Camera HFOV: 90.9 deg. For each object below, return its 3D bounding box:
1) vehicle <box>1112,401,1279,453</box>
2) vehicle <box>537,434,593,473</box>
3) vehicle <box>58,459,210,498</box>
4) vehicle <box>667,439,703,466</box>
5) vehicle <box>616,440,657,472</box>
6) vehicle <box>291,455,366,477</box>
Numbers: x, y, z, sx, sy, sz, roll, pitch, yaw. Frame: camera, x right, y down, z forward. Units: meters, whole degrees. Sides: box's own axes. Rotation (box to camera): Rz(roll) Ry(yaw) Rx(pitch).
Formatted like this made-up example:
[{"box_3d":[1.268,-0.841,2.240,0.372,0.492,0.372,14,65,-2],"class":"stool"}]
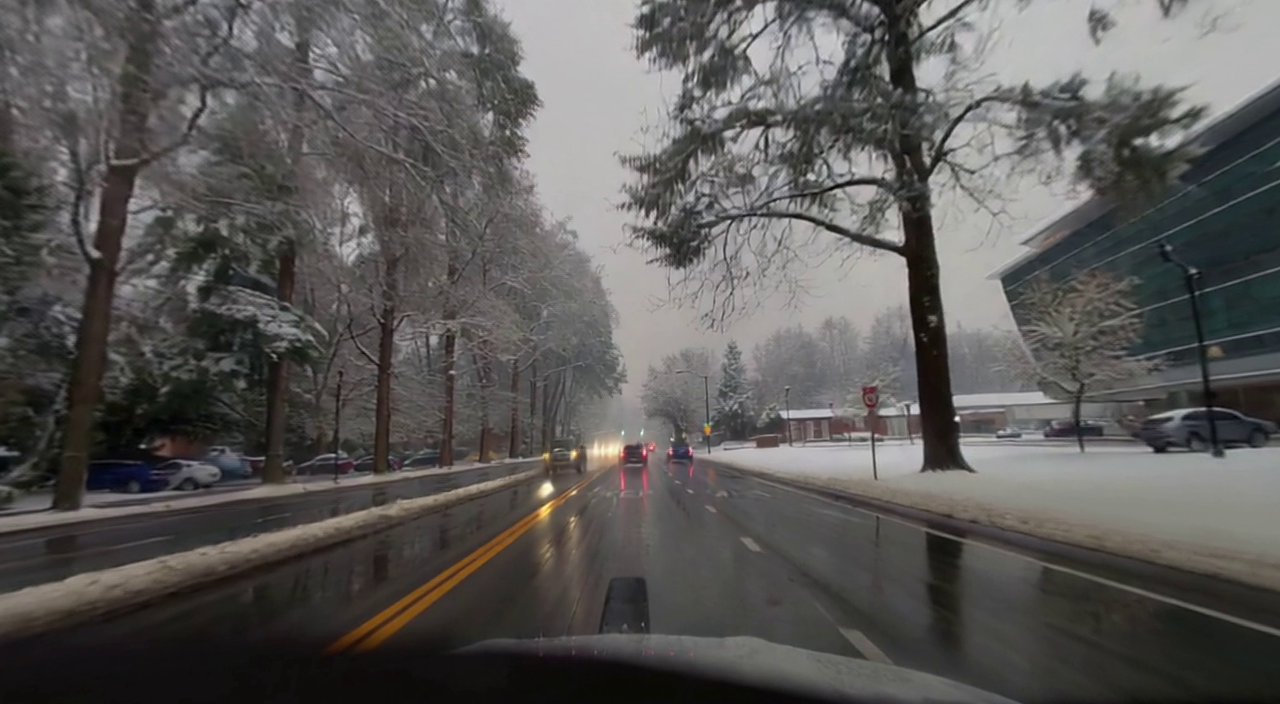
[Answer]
[{"box_3d":[20.739,2.791,23.344,4.632,1.582,2.071,-4,-8,4],"class":"vehicle"},{"box_3d":[-3.984,5.522,34.394,2.301,1.946,5.199,0,-9,1],"class":"vehicle"},{"box_3d":[-21.177,5.294,26.561,4.568,1.497,1.902,1,-9,-7],"class":"vehicle"},{"box_3d":[3.176,7.201,45.284,2.189,1.766,4.495,0,-9,0],"class":"vehicle"},{"box_3d":[-0.178,5.584,33.978,2.109,1.612,3.963,0,-9,0],"class":"vehicle"},{"box_3d":[-22.084,8.096,44.862,4.243,1.478,2.035,1,-9,-5],"class":"vehicle"}]
